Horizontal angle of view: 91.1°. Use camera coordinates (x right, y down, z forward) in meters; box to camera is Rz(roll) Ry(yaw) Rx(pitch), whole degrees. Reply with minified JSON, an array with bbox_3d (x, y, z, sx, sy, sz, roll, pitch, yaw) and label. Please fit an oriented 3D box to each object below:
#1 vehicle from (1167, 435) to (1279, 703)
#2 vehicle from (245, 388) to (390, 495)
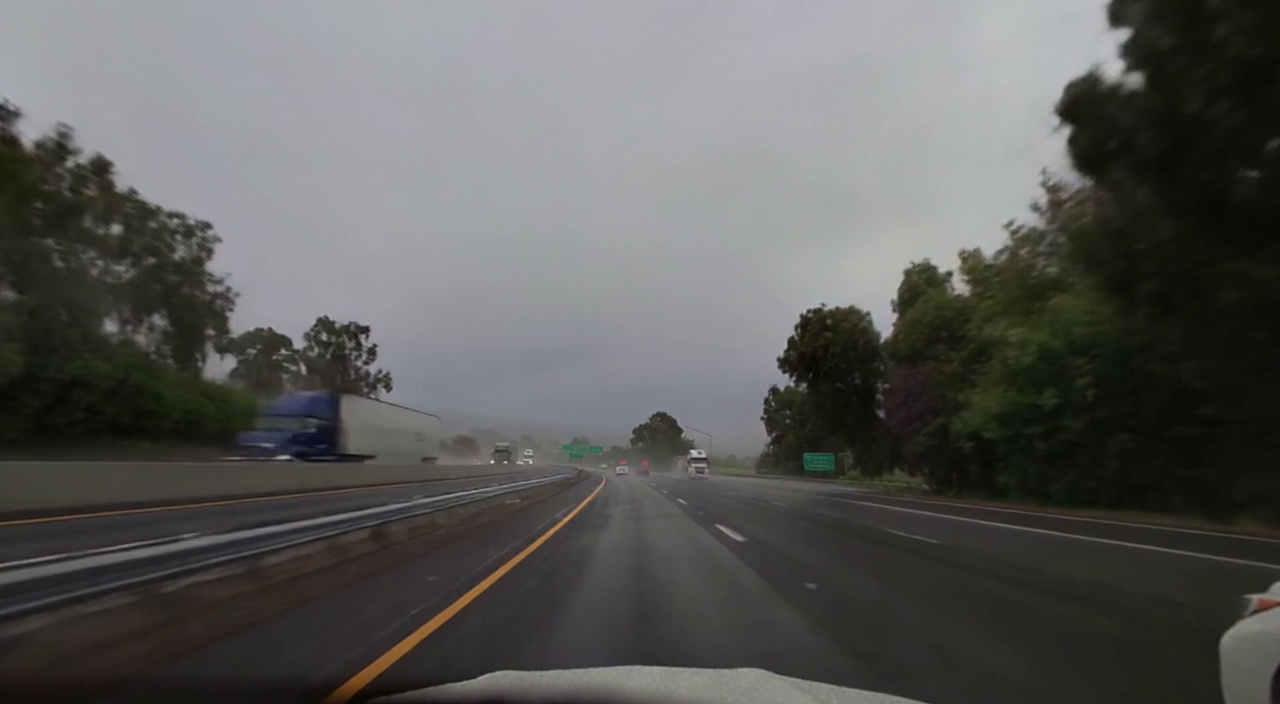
[{"bbox_3d":[3.874,0.830,1.031,1.965,1.502,4.599,1,-10,-1],"label":"vehicle"},{"bbox_3d":[-13.387,3.896,26.796,2.943,3.994,6.018,1,-10,-2],"label":"vehicle"}]
